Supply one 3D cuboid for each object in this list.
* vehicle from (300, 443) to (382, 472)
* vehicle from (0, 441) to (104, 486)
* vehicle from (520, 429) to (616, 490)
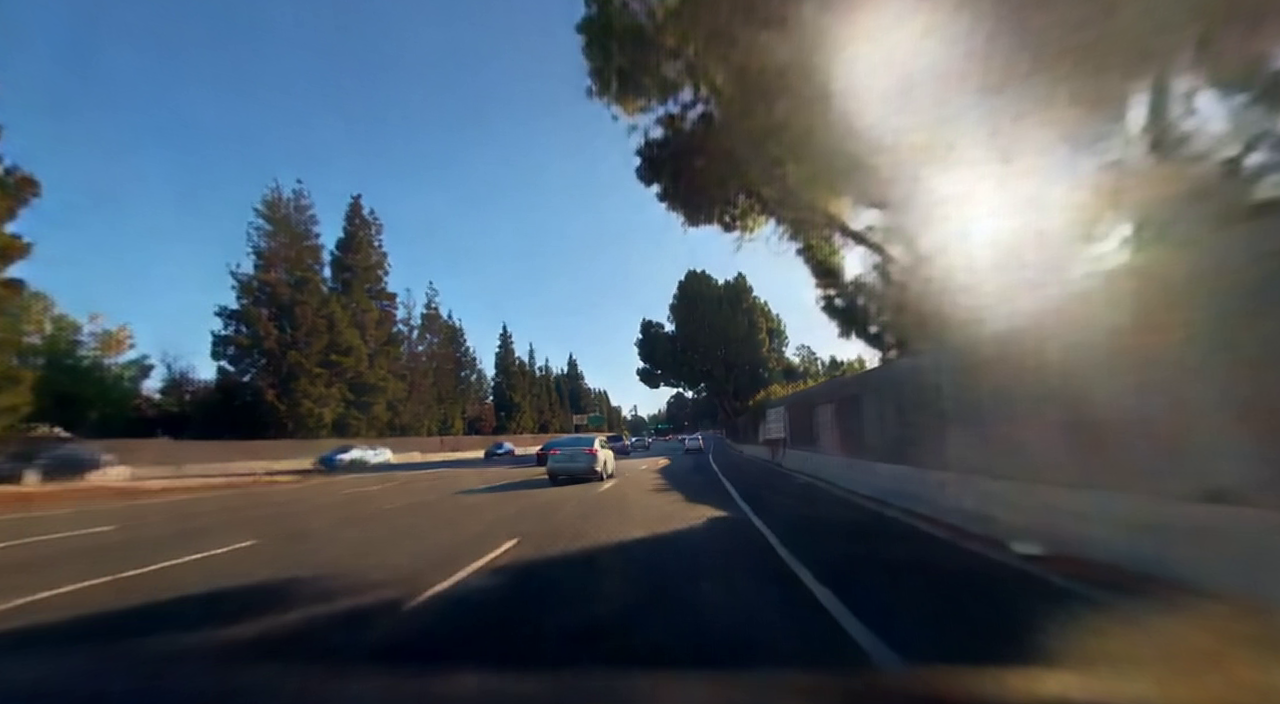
[{"bbox_3d":[-16.173,5.718,34.465,1.985,1.475,4.483,-1,-8,5],"label":"vehicle"},{"bbox_3d":[-23.930,4.326,24.822,1.852,1.614,4.189,-1,-8,5],"label":"vehicle"},{"bbox_3d":[-2.056,3.274,19.615,2.082,1.638,4.644,-1,-8,5],"label":"vehicle"}]
